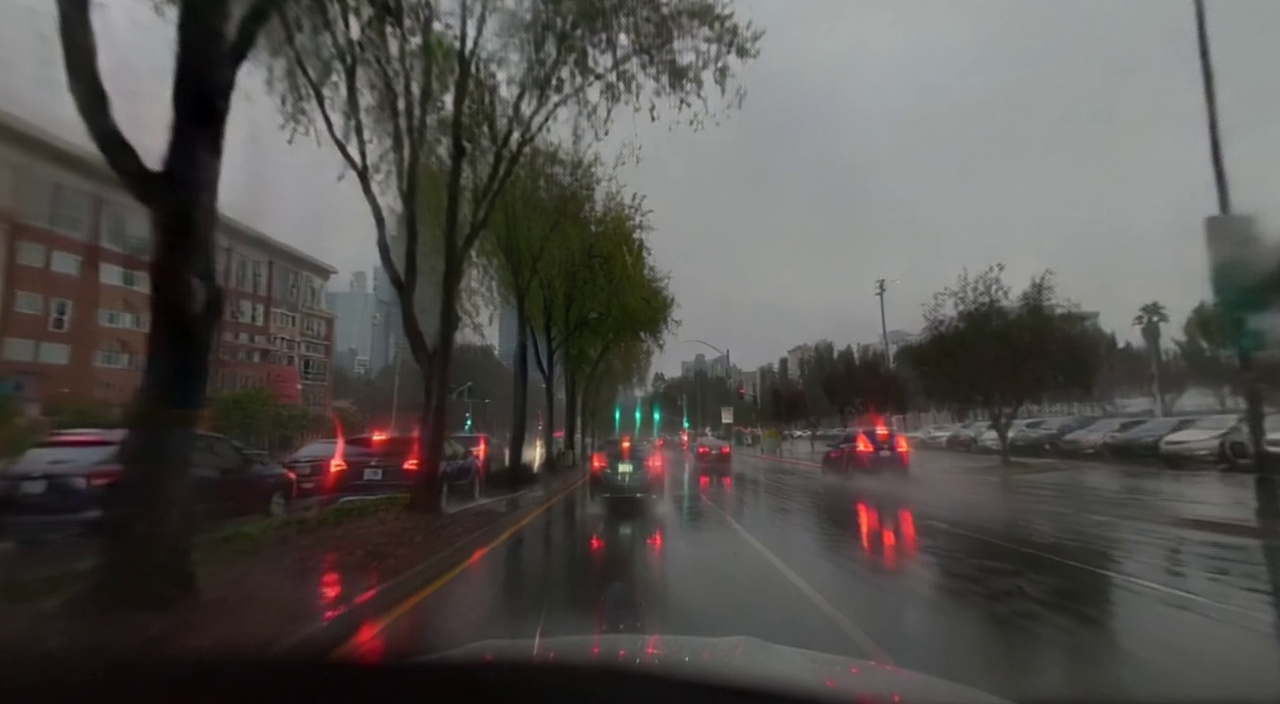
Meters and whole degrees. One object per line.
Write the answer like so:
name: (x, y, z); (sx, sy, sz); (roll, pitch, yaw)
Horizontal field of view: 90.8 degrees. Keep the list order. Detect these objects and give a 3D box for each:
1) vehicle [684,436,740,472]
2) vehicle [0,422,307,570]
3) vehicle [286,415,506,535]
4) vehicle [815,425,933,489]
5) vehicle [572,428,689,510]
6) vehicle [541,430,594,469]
vehicle: (3.178, 4.605, 28.678); (1.905, 1.473, 4.183); (0, -9, -2)
vehicle: (-6.721, 1.833, 8.817); (1.835, 1.516, 4.423); (0, -9, -2)
vehicle: (-3.798, 2.009, 10.865); (2.009, 1.619, 4.376); (0, -9, 0)
vehicle: (6.783, 3.094, 18.858); (1.889, 1.681, 4.120); (0, -9, 0)
vehicle: (-0.211, 2.493, 13.919); (2.161, 1.501, 4.184); (0, -9, -1)
vehicle: (-3.596, 4.957, 32.175); (2.154, 1.801, 5.015); (0, -9, -1)
